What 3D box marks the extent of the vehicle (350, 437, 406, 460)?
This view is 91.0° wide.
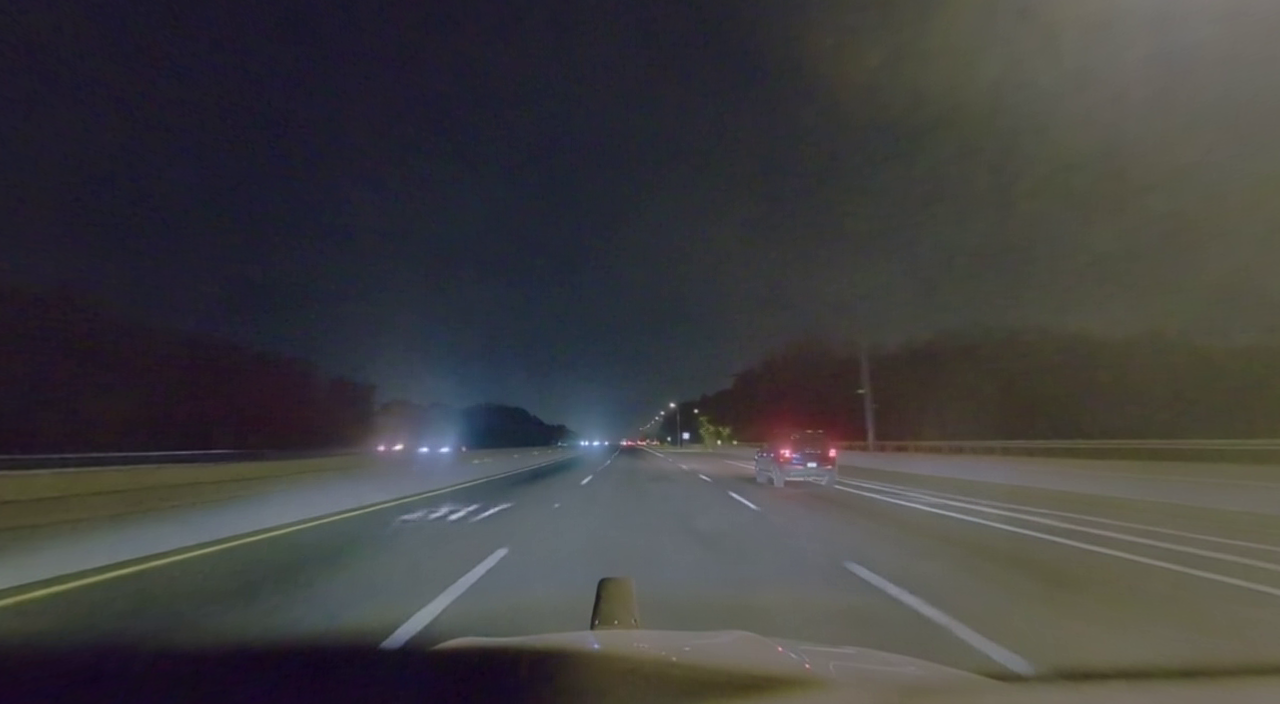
[{"bbox_3d":[-16.794,6.206,40.590,1.913,1.422,3.972,0,-8,0],"label":"vehicle"}]

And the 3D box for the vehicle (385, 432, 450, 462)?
[{"bbox_3d":[-12.251,5.264,34.951,2.048,1.573,4.319,0,-8,-1],"label":"vehicle"}]
